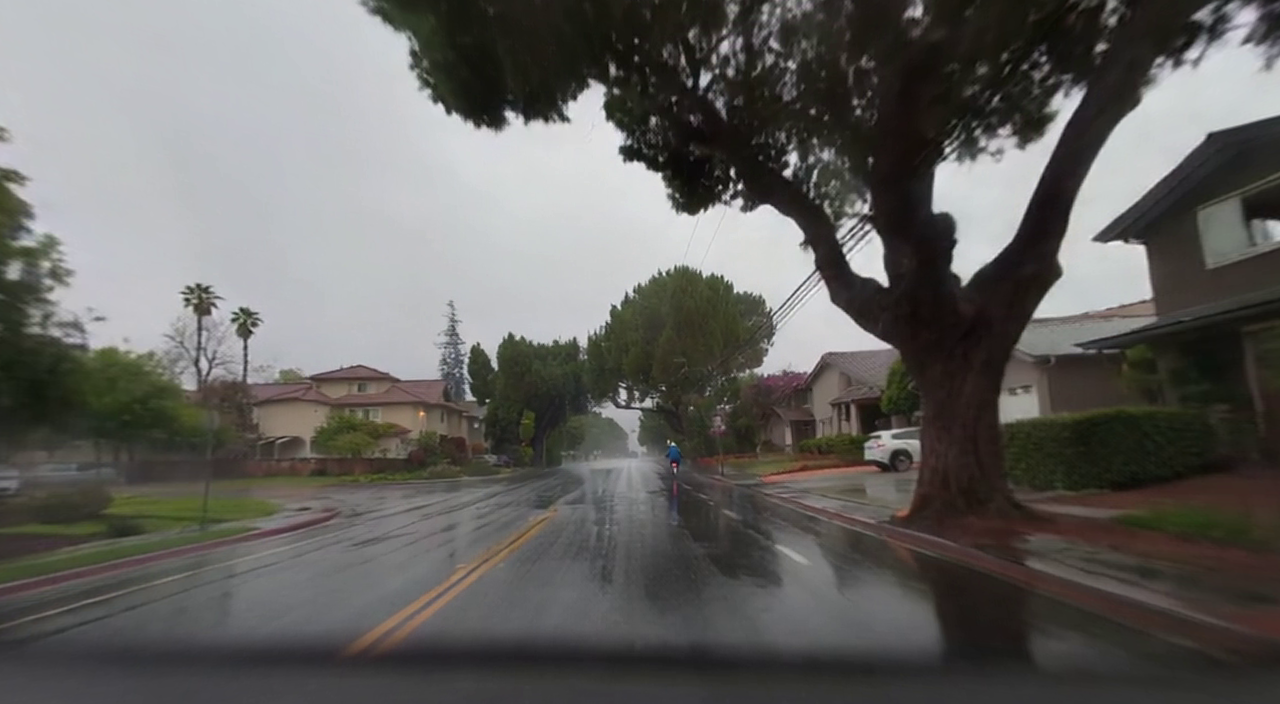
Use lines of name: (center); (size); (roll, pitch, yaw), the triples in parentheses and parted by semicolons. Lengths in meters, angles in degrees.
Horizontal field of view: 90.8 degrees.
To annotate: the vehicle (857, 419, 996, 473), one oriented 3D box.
vehicle: (10.327, 3.425, 23.063); (4.146, 1.866, 1.897); (-1, -9, 5)
